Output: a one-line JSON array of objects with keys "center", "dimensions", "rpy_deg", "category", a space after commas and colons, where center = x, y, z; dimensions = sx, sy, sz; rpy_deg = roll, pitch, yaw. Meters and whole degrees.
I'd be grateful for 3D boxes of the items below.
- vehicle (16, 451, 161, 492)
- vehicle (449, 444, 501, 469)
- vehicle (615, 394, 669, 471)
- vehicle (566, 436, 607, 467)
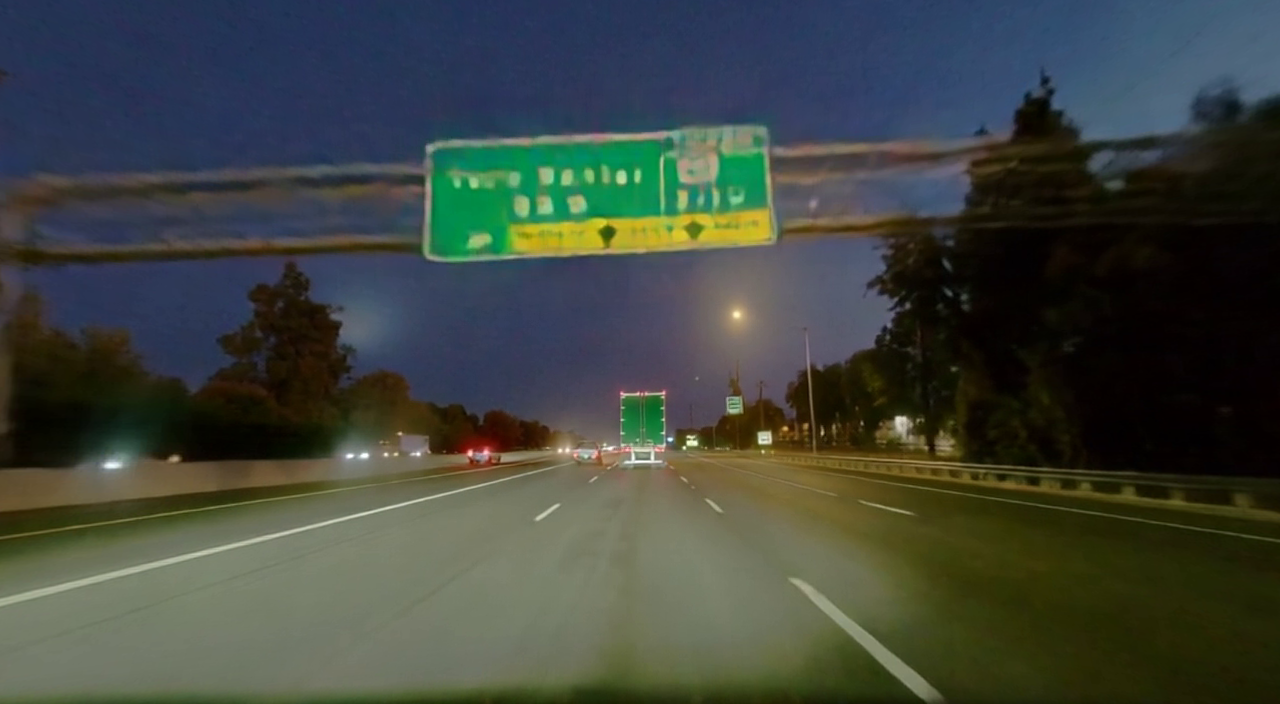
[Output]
[{"center": [-22.431, 4.853, 25.940], "dimensions": [1.873, 1.445, 4.518], "rpy_deg": [0, -8, 1], "category": "vehicle"}, {"center": [-10.676, 6.754, 41.199], "dimensions": [2.012, 1.509, 4.789], "rpy_deg": [0, -8, 1], "category": "vehicle"}, {"center": [0.134, 5.276, 40.556], "dimensions": [2.879, 4.085, 13.125], "rpy_deg": [0, -8, 0], "category": "vehicle"}, {"center": [-3.472, 6.672, 42.297], "dimensions": [2.293, 1.923, 5.141], "rpy_deg": [0, -8, 0], "category": "vehicle"}]
